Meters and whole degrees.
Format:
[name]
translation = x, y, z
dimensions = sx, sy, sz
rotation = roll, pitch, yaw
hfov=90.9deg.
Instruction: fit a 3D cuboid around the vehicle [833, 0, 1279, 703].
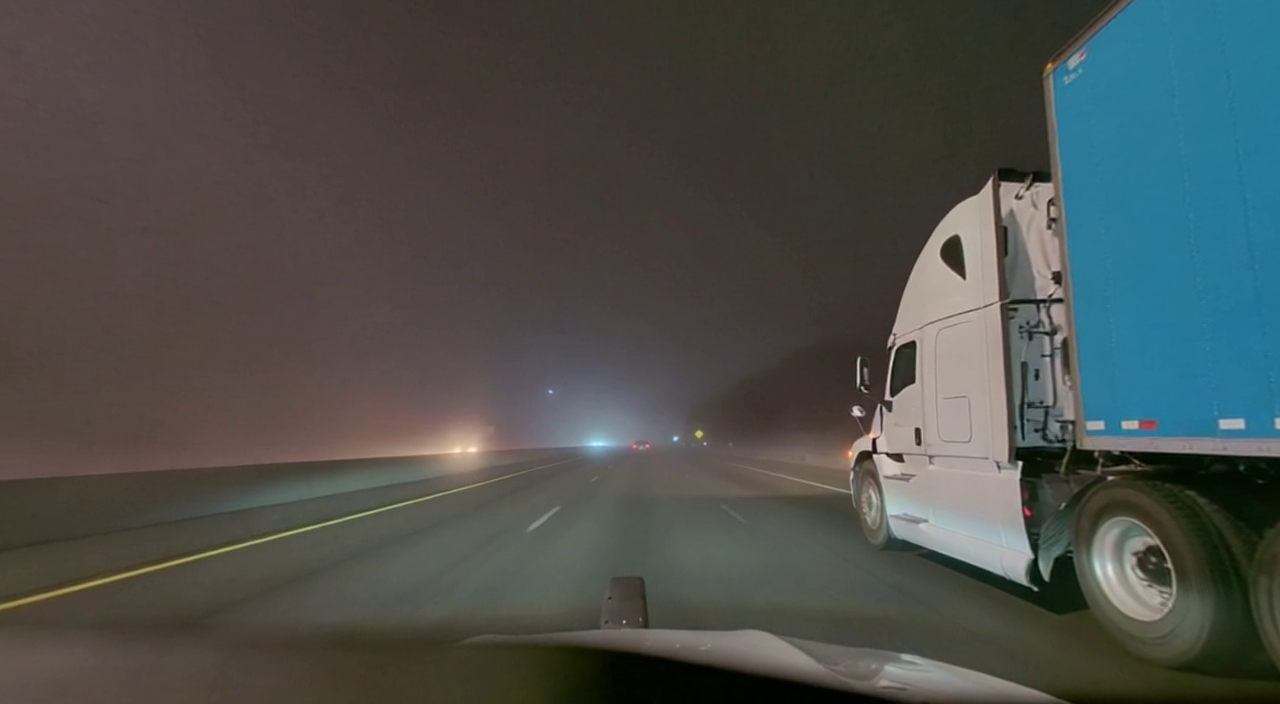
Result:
[vehicle]
translation = 3.716, -0.195, 2.647
dimensions = 3.012, 3.768, 8.945
rotation = 0, -9, 1
